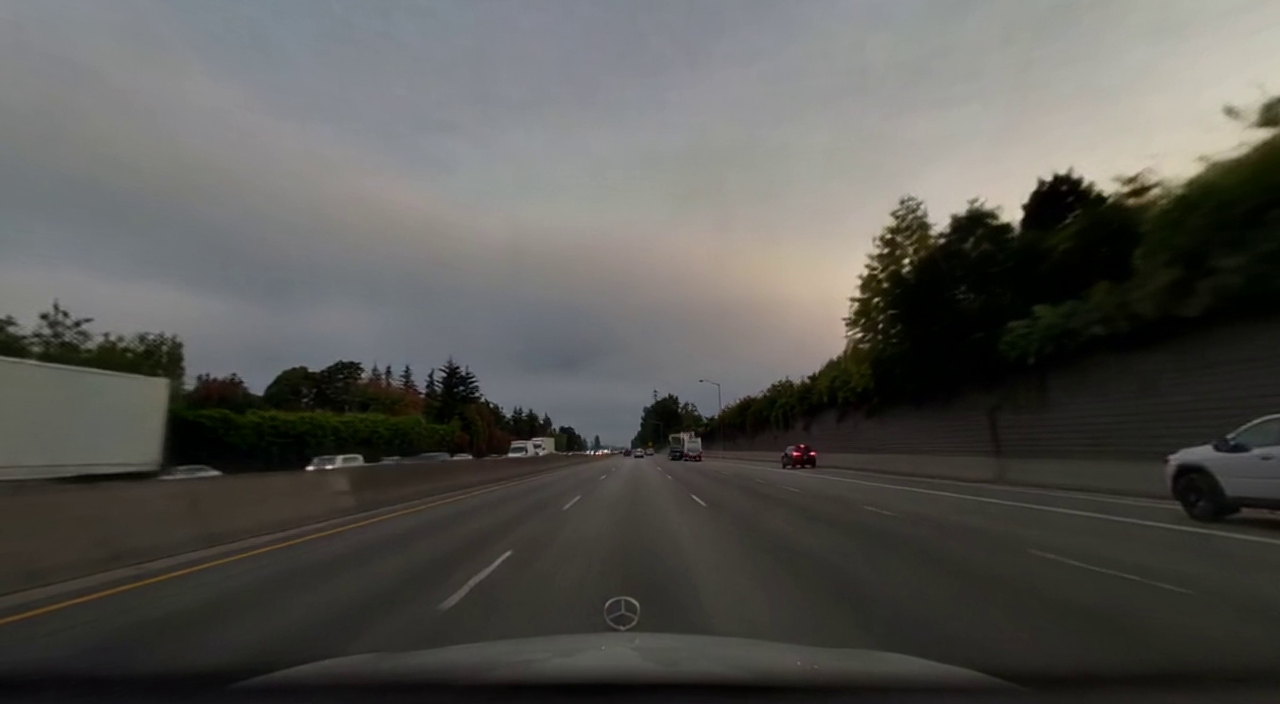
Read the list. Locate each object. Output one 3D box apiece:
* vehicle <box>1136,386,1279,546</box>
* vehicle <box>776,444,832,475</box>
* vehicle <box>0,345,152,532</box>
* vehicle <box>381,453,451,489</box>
[{"bbox_3d":[9.390,1.388,7.584,2.184,2.052,5.650,0,-9,1],"label":"vehicle"},{"bbox_3d":[9.517,6.279,36.889,1.950,1.632,4.845,0,-9,-1],"label":"vehicle"},{"bbox_3d":[-16.049,1.407,10.573,3.520,4.128,15.275,0,-9,0],"label":"vehicle"},{"bbox_3d":[-9.944,5.292,28.206,1.782,1.439,3.702,0,-9,0],"label":"vehicle"}]
